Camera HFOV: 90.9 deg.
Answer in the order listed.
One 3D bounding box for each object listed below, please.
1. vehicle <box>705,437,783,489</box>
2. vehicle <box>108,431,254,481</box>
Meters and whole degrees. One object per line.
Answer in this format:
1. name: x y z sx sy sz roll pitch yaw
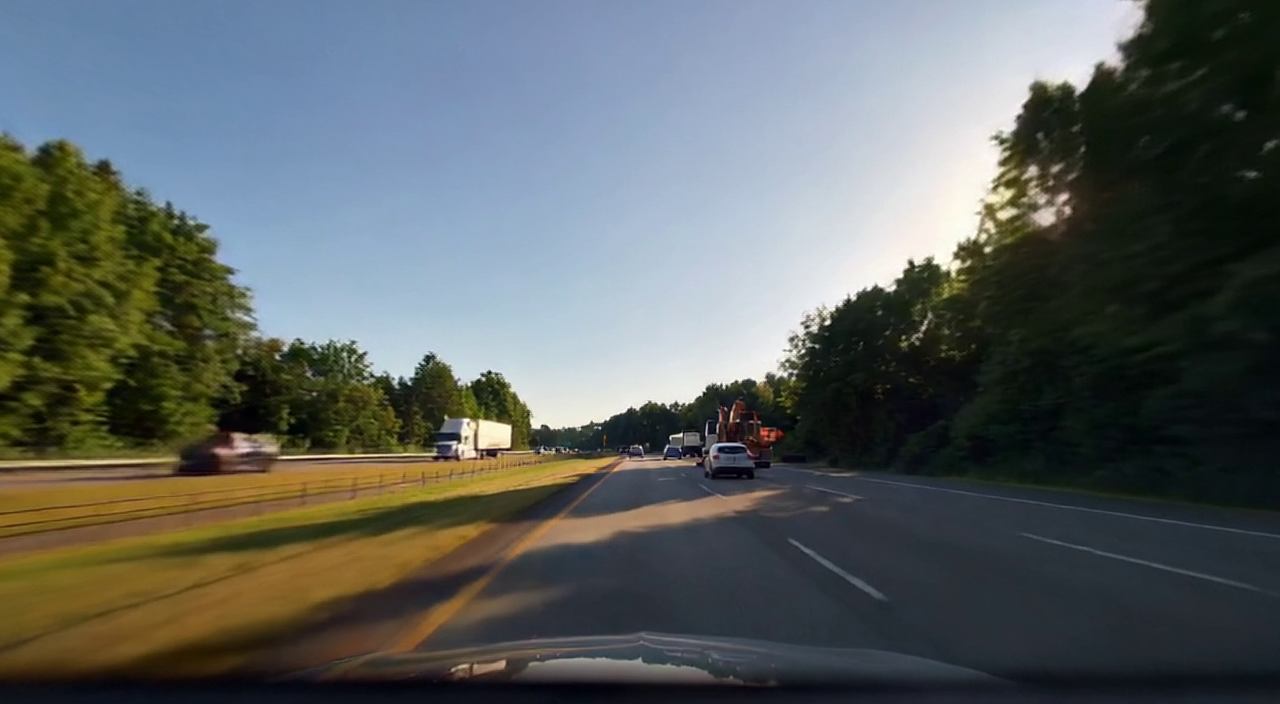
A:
1. vehicle: 3.598 3.946 22.644 2.022 1.658 4.132 0 -9 -1
2. vehicle: -15.906 3.635 22.203 1.912 1.583 4.288 0 -9 0
